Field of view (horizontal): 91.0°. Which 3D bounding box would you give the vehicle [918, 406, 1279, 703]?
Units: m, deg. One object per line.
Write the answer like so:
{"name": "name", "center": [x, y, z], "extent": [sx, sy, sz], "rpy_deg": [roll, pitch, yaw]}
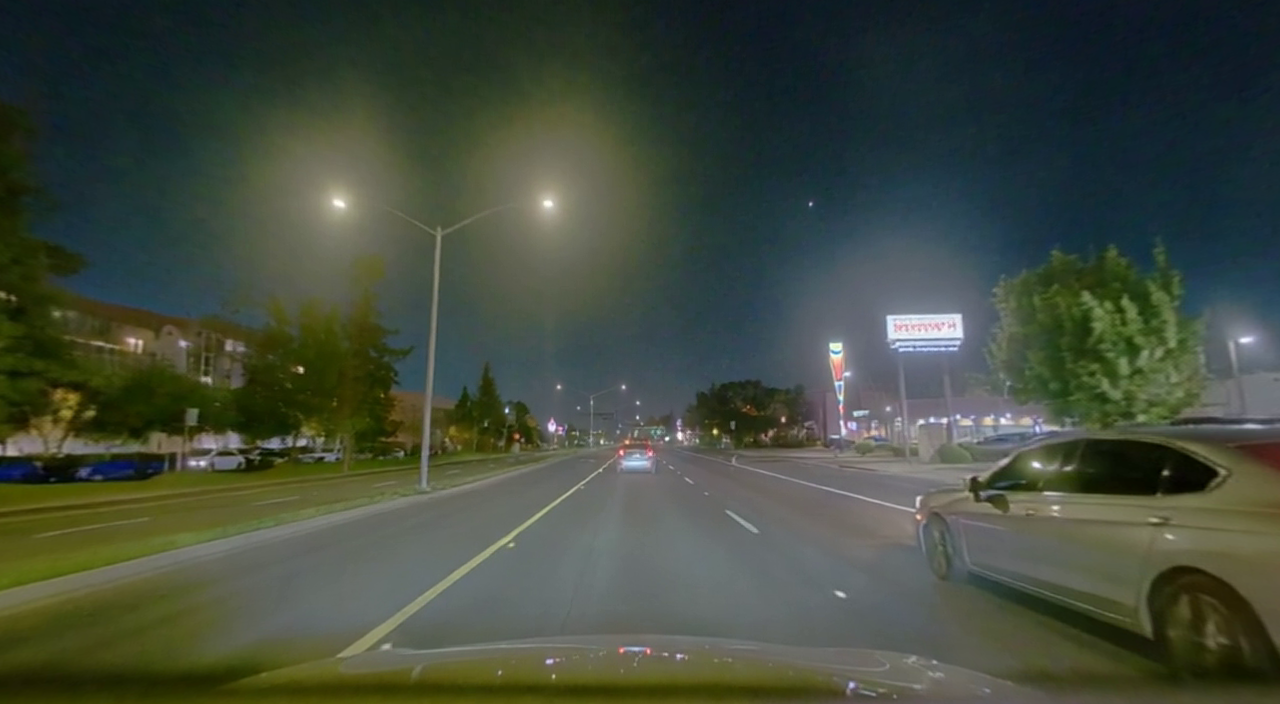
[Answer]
{"name": "vehicle", "center": [3.839, 1.129, 3.767], "extent": [2.153, 1.456, 4.705], "rpy_deg": [0, -9, -1]}

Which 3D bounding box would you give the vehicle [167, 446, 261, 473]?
{"name": "vehicle", "center": [-27.264, 6.877, 40.386], "extent": [4.519, 1.712, 1.932], "rpy_deg": [0, -9, 0]}

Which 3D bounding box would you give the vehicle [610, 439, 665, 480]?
{"name": "vehicle", "center": [-0.127, 4.202, 24.824], "extent": [1.998, 1.452, 3.773], "rpy_deg": [0, -9, -1]}

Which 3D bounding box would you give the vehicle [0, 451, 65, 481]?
{"name": "vehicle", "center": [-32.720, 5.847, 32.526], "extent": [1.950, 1.466, 4.704], "rpy_deg": [1, -9, -6]}

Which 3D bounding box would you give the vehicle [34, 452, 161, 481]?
{"name": "vehicle", "center": [-27.512, 5.802, 32.029], "extent": [4.644, 1.437, 1.827], "rpy_deg": [0, -9, -2]}
